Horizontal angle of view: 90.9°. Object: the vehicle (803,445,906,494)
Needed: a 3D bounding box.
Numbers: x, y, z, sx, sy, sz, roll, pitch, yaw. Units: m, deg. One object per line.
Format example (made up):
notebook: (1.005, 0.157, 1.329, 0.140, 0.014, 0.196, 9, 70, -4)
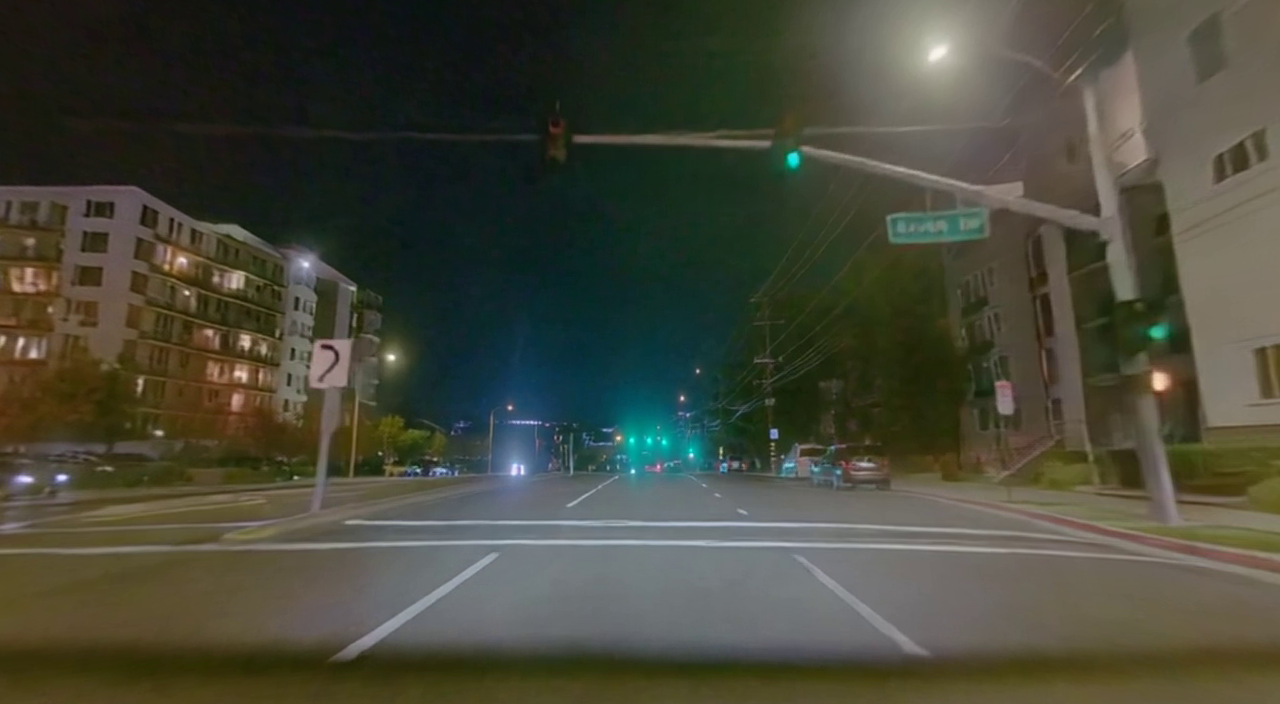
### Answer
vehicle: (7.201, 3.956, 21.723, 1.875, 1.481, 4.434, 0, -8, -1)
